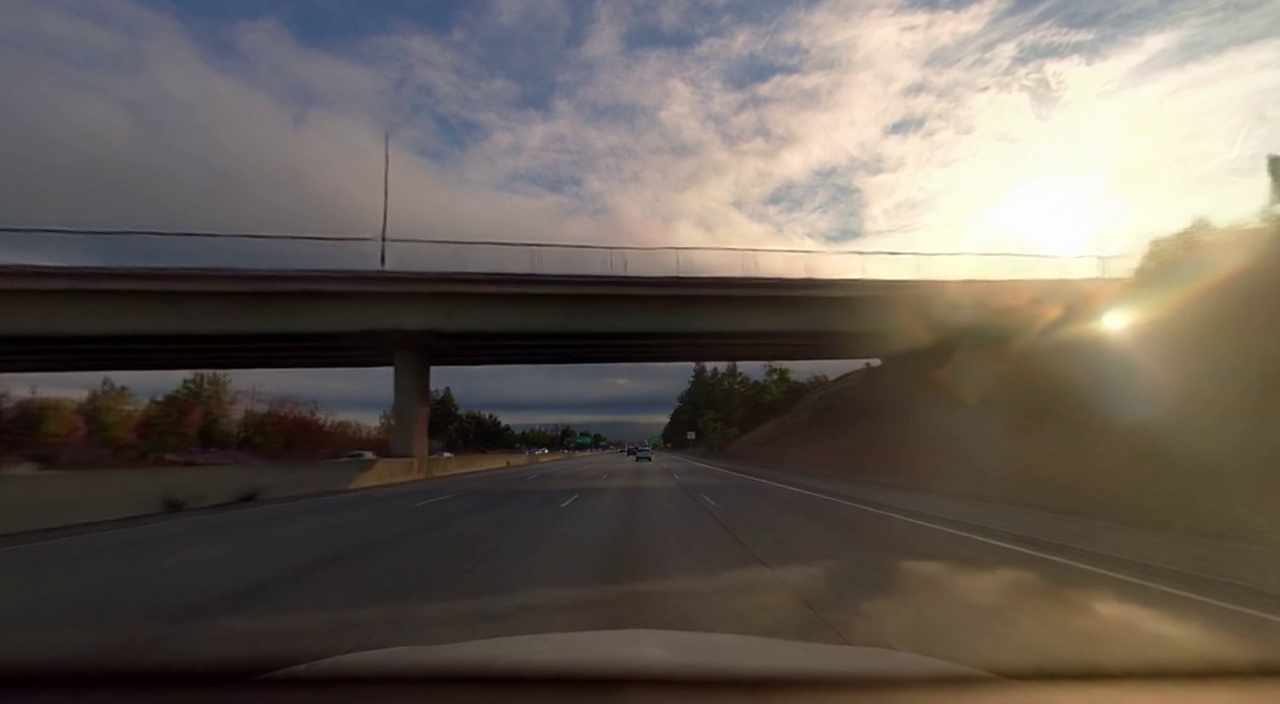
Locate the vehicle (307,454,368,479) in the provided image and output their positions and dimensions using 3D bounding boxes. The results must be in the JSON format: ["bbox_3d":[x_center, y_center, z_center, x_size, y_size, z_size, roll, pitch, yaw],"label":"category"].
[{"bbox_3d":[-19.419,7.349,40.685,1.798,1.458,4.213,0,-9,1],"label":"vehicle"}]
